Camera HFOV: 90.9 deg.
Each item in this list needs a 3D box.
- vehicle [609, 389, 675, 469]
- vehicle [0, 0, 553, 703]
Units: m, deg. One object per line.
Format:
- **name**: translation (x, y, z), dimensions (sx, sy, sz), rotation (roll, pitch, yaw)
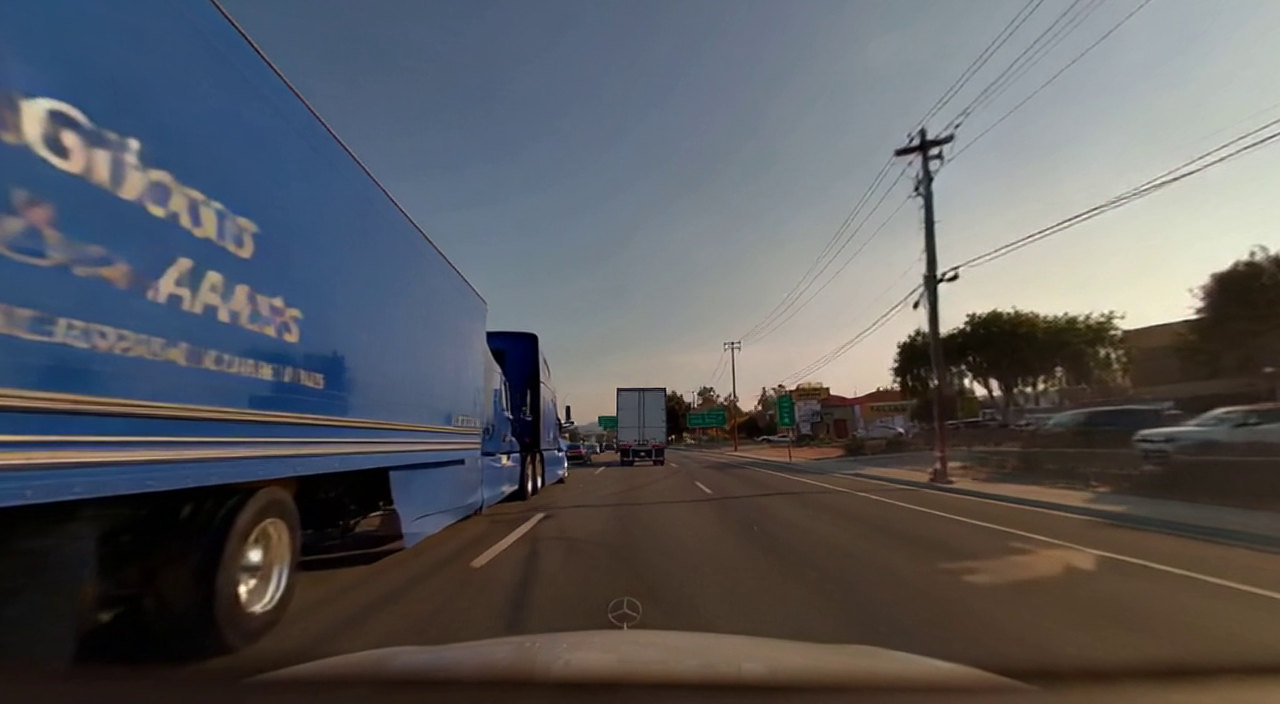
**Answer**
- **vehicle**: translation (0.081, 4.215, 33.496), dimensions (2.941, 3.604, 9.851), rotation (0, -9, 0)
- **vehicle**: translation (-3.902, 0.596, 9.194), dimensions (2.875, 4.083, 15.756), rotation (0, -9, 1)
